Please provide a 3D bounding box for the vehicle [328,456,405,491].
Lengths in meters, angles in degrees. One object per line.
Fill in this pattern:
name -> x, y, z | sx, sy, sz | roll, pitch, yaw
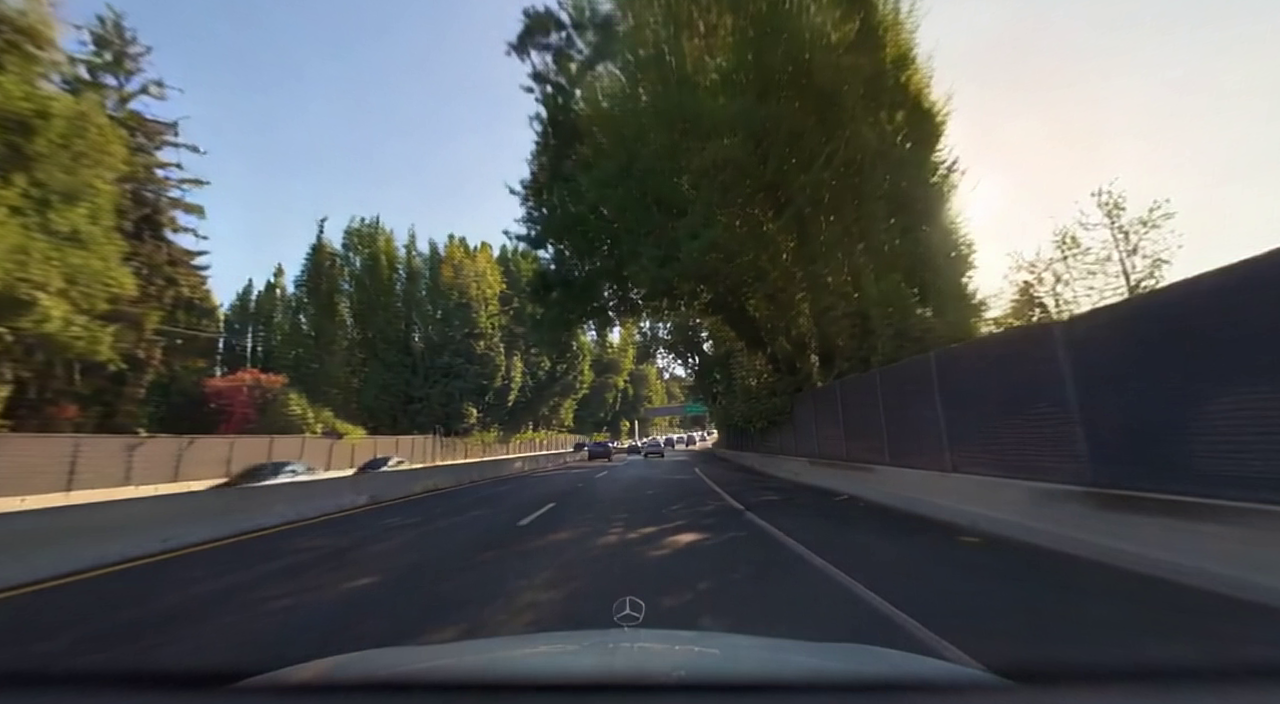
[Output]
vehicle -> -13.985, 6.217, 32.434 | 1.898, 1.552, 4.266 | 0, -8, 2

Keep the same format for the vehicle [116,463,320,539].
vehicle -> -10.575, 3.727, 16.339 | 1.977, 1.489, 4.631 | 0, -8, 2

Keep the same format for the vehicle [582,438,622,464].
vehicle -> -2.309, 6.147, 39.075 | 1.985, 1.518, 3.847 | -1, -8, 4

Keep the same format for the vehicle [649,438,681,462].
vehicle -> 1.738, 6.709, 43.159 | 2.077, 1.533, 3.854 | -1, -8, 3
